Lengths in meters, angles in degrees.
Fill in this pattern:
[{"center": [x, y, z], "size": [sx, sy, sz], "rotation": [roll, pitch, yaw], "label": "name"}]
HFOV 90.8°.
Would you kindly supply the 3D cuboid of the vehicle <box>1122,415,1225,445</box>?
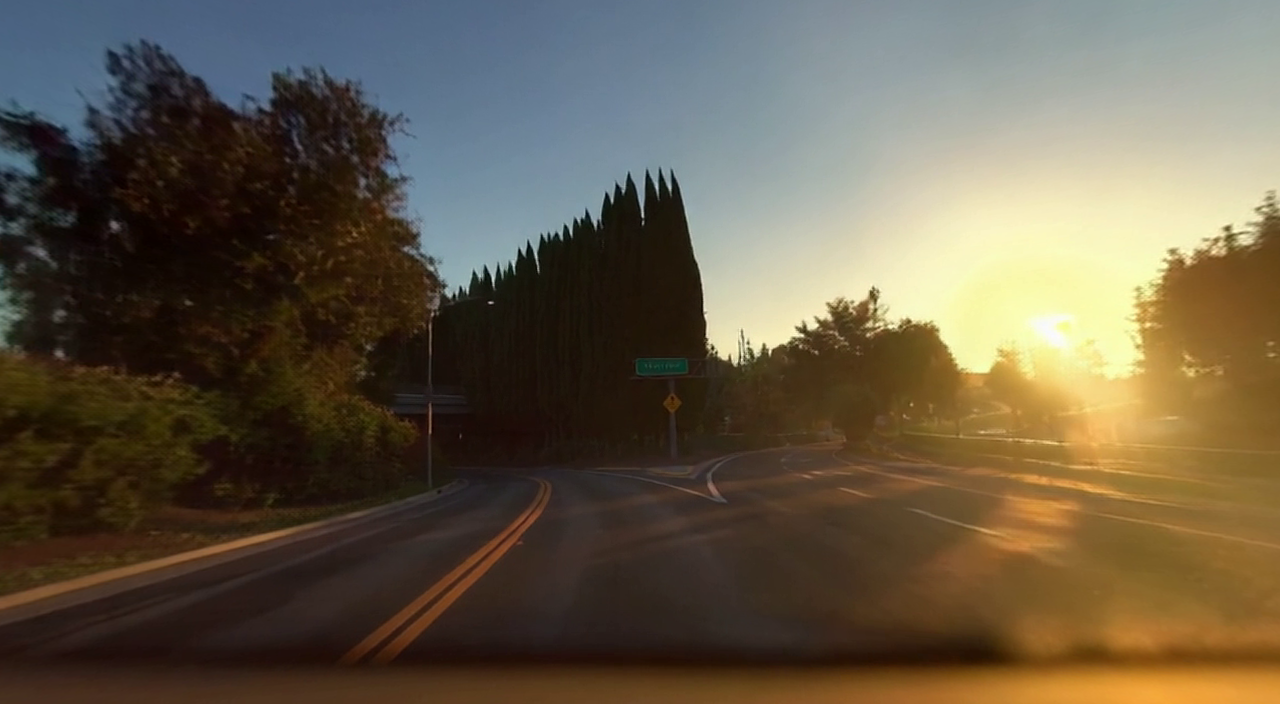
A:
[{"center": [30.661, 4.550, 36.507], "size": [1.744, 1.459, 4.524], "rotation": [8, -9, -9], "label": "vehicle"}]
